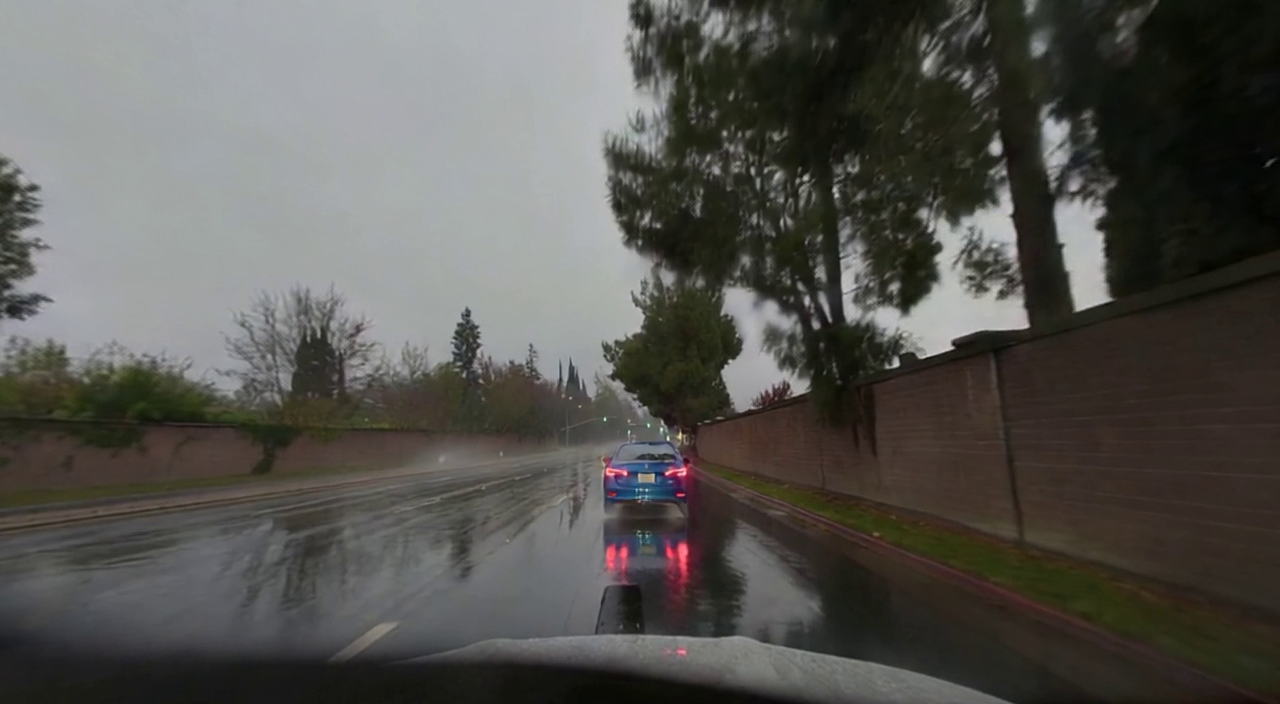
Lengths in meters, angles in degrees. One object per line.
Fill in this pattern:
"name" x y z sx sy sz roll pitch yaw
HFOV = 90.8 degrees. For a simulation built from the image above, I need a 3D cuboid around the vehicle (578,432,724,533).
"vehicle" 0.147 2.303 11.792 2.205 1.509 4.272 0 -8 -1
